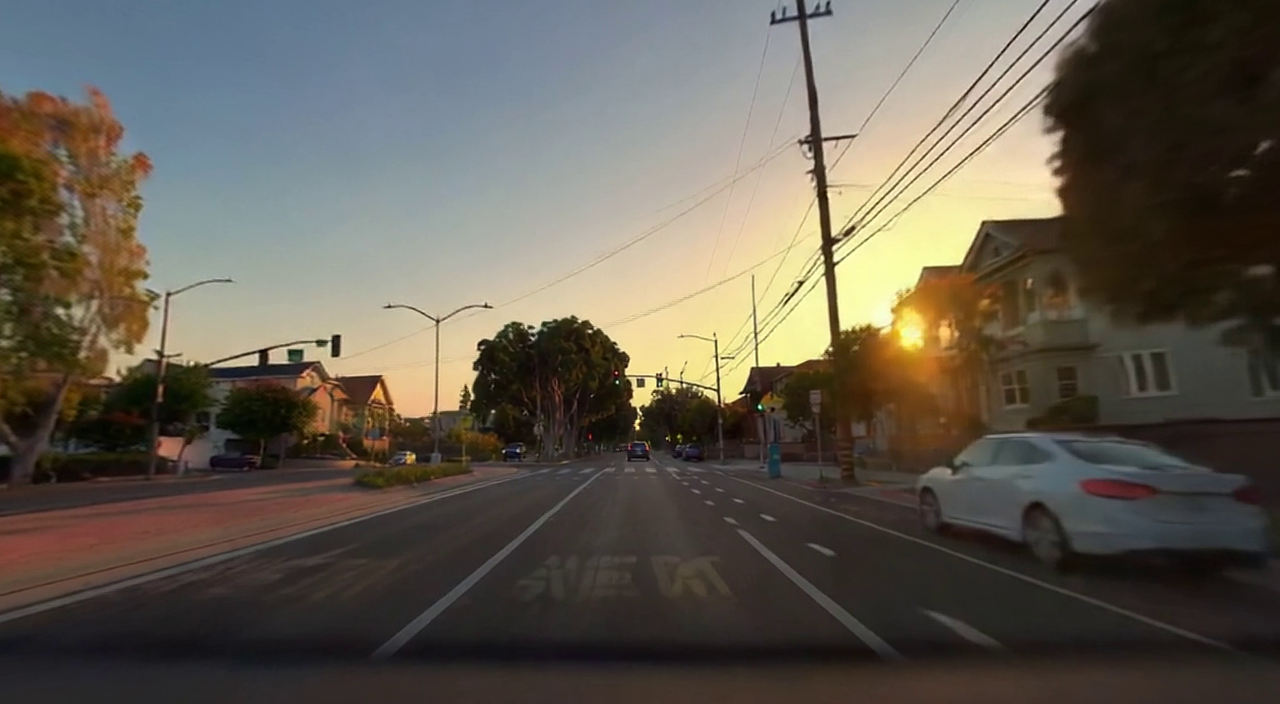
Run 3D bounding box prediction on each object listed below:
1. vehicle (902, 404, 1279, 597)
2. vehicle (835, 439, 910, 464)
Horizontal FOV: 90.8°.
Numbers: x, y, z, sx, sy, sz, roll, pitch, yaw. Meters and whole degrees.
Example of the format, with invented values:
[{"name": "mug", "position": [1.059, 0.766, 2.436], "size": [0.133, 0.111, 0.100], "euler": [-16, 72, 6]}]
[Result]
[{"name": "vehicle", "position": [5.510, 1.738, 8.208], "size": [2.070, 1.710, 4.964], "euler": [0, -9, 0]}, {"name": "vehicle", "position": [16.823, 7.214, 45.803], "size": [4.561, 1.723, 2.030], "euler": [0, -9, -5]}]
